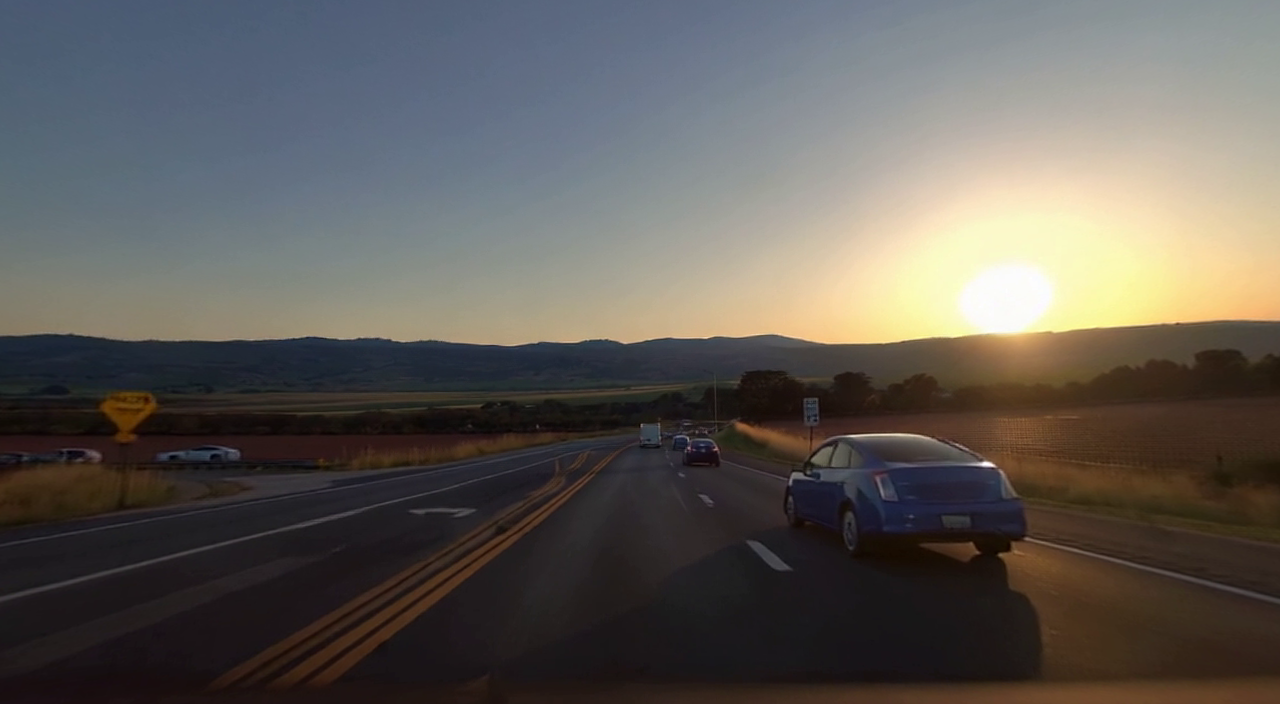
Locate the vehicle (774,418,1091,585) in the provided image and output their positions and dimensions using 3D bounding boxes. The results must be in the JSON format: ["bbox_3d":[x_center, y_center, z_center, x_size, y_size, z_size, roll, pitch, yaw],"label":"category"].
[{"bbox_3d":[3.159,1.683,7.918,2.007,1.534,3.976,0,-8,-1],"label":"vehicle"}]

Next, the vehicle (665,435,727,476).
[{"bbox_3d":[2.210,4.224,26.041,2.026,1.531,4.273,0,-8,-1],"label":"vehicle"}]
